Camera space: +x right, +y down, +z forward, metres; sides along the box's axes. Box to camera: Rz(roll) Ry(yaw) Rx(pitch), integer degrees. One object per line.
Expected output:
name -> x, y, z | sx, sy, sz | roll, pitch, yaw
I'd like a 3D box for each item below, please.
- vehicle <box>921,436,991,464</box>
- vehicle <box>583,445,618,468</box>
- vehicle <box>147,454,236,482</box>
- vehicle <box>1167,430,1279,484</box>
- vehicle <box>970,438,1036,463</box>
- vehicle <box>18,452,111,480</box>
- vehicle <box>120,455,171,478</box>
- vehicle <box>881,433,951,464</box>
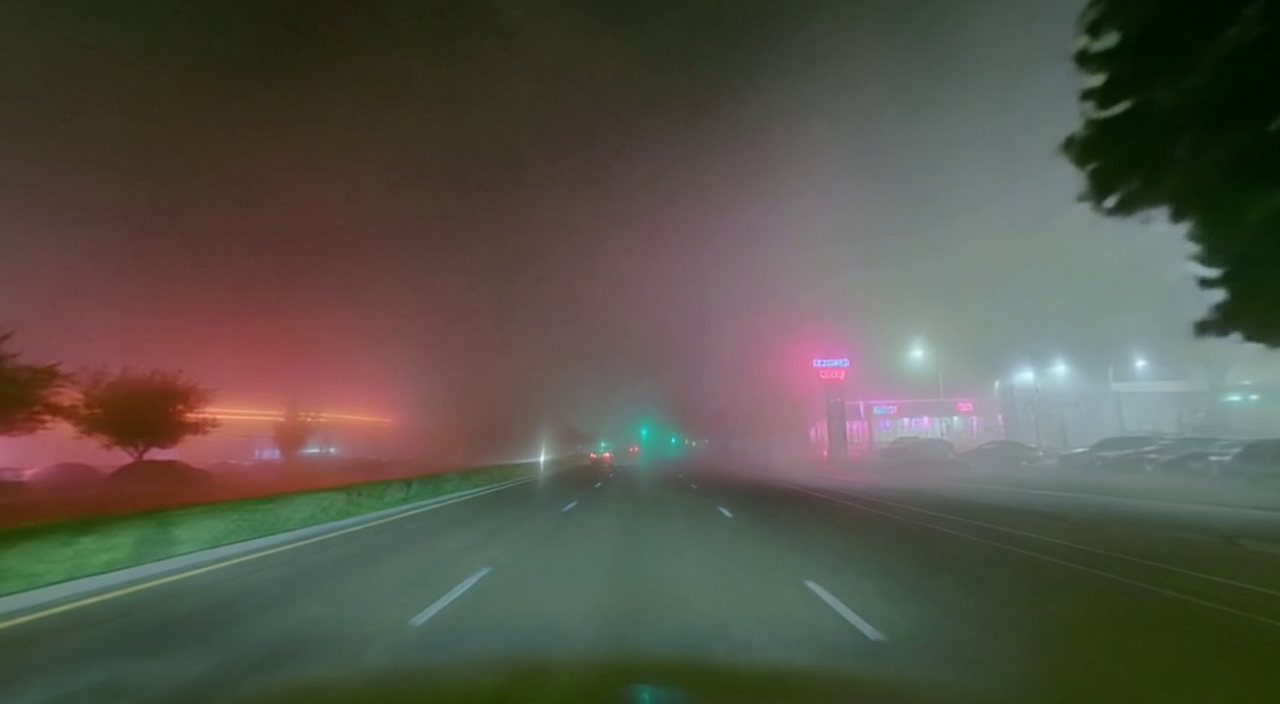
vehicle -> 19.892, 6.164, 39.863 | 2.074, 1.607, 4.465 | -2, -8, 0
vehicle -> -2.645, 7.112, 43.153 | 2.082, 1.460, 4.442 | 0, -9, 1
vehicle -> -27.457, 7.091, 38.794 | 1.910, 1.498, 4.703 | 0, -9, 2
vehicle -> 17.747, 2.927, 17.769 | 4.059, 1.422, 1.892 | 0, -9, -1
vehicle -> 22.772, 6.151, 39.682 | 1.828, 1.450, 3.730 | -1, -8, -1
vehicle -> -45.030, 8.887, 49.529 | 2.150, 1.834, 5.472 | -2, -8, 0
vehicle -> -37.220, 8.611, 47.535 | 1.856, 1.441, 4.226 | 1, -8, -21
vehicle -> 17.251, 6.071, 39.724 | 2.038, 1.827, 4.870 | 0, -9, -2
